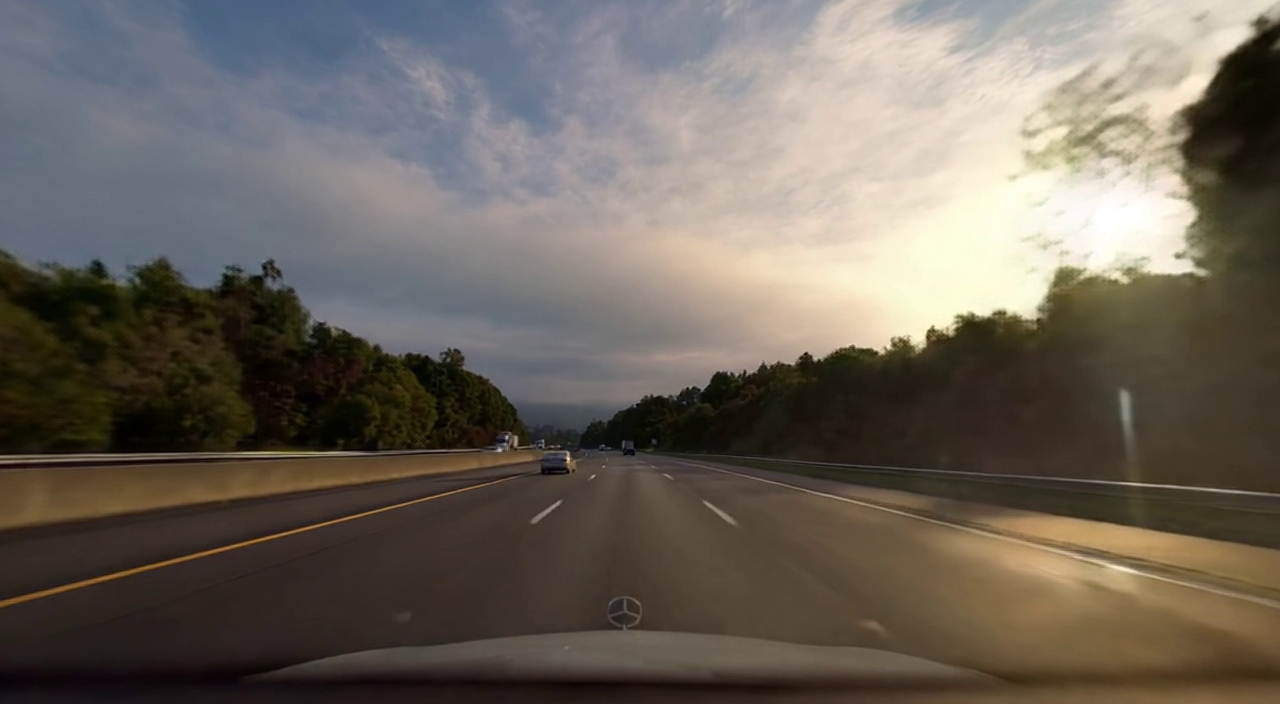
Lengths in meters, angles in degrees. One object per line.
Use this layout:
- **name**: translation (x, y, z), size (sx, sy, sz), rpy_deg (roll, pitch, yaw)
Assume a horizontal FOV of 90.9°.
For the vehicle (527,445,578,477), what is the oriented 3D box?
- **vehicle**: translation (-4.474, 5.657, 32.952), size (2.022, 1.513, 4.613), rpy_deg (0, -9, 0)
